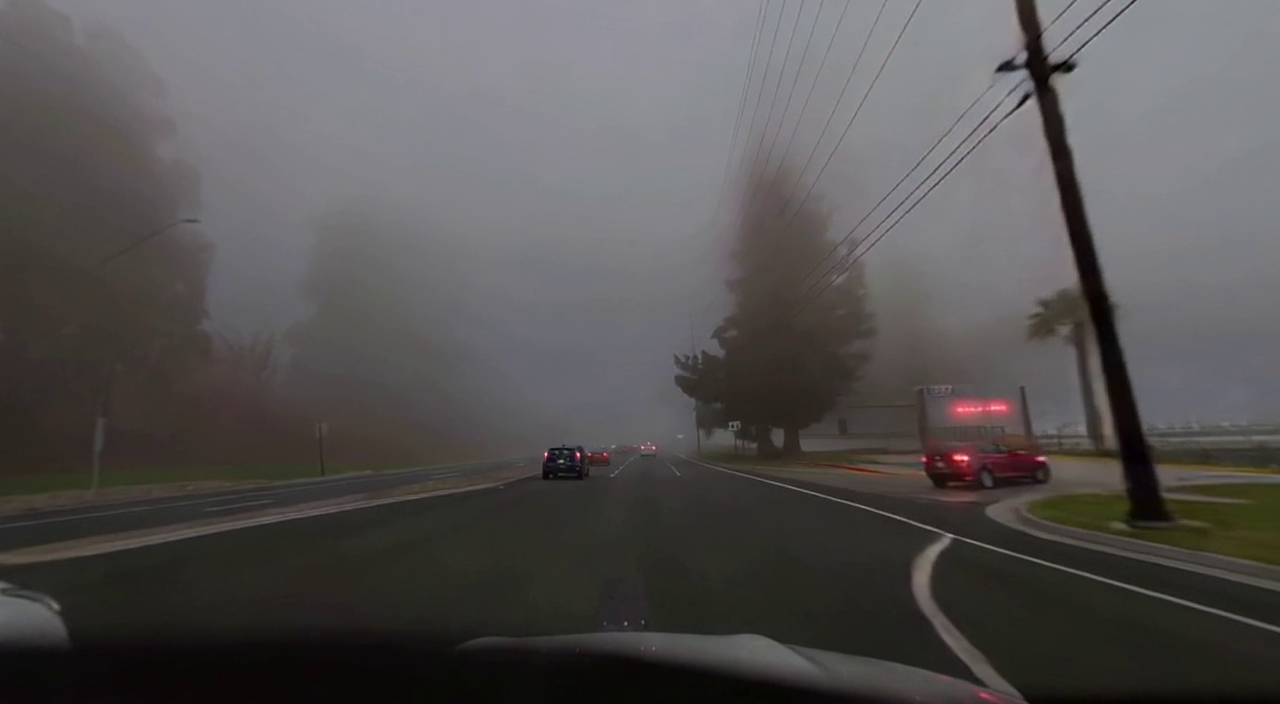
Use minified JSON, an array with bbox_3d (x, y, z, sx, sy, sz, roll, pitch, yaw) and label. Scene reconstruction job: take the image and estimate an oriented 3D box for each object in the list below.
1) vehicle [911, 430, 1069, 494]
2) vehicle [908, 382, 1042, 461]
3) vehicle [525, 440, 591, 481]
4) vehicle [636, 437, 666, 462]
[{"bbox_3d":[9.653,2.957,17.287,4.420,1.541,2.062,6,-11,-36],"label":"vehicle"},{"bbox_3d":[19.949,4.160,38.462,2.923,4.081,8.860,-3,-5,-1],"label":"vehicle"},{"bbox_3d":[-3.122,4.265,24.980,1.982,1.451,4.152,0,-9,1],"label":"vehicle"},{"bbox_3d":[0.780,7.335,47.442,2.155,1.781,3.977,0,-9,1],"label":"vehicle"}]
